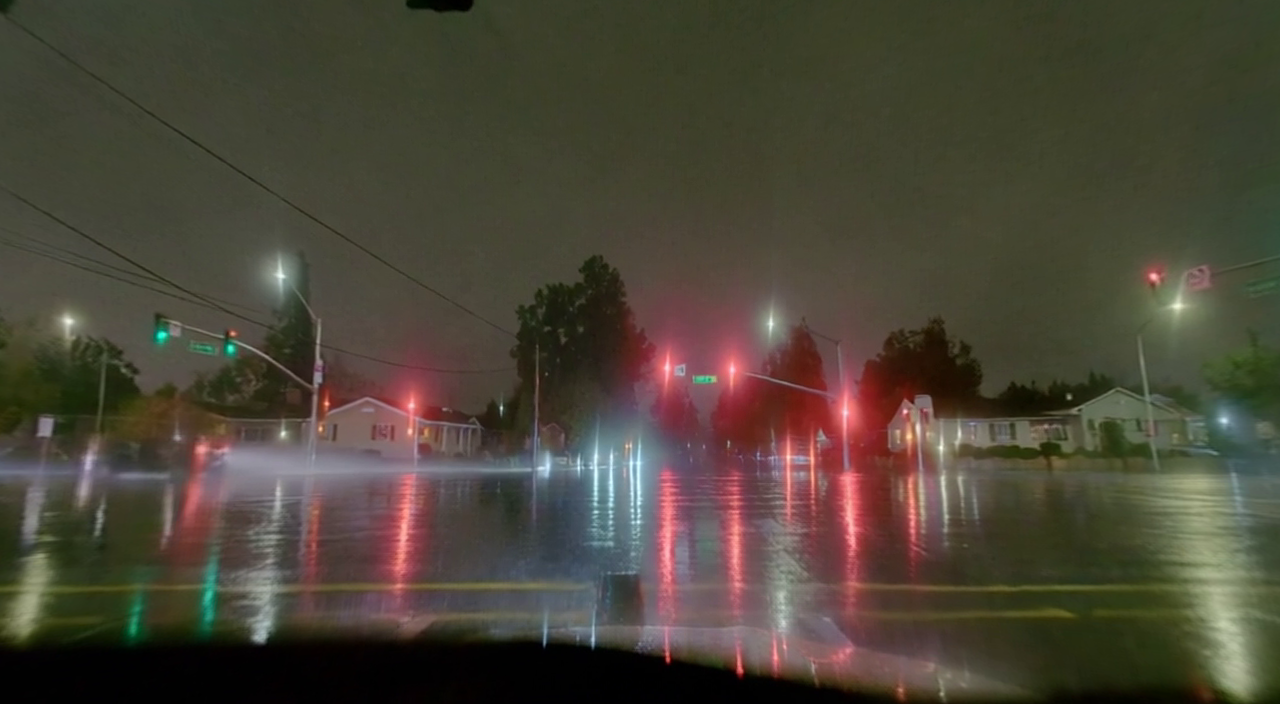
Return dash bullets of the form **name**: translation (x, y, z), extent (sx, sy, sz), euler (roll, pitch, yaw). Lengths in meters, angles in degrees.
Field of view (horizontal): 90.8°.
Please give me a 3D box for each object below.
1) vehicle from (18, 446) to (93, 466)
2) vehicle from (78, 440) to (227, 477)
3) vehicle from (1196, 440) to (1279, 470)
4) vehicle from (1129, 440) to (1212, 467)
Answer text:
- **vehicle**: translation (-44.173, 7.876, 47.782), extent (3.949, 1.422, 1.744), euler (-1, -8, 2)
- **vehicle**: translation (-19.911, 4.361, 25.965), extent (4.560, 1.463, 1.858), euler (0, -9, 1)
- **vehicle**: translation (37.684, 6.347, 39.137), extent (1.915, 1.773, 4.499), euler (1, -9, -9)
- **vehicle**: translation (36.888, 7.067, 44.114), extent (1.853, 1.723, 4.460), euler (0, -8, 0)
